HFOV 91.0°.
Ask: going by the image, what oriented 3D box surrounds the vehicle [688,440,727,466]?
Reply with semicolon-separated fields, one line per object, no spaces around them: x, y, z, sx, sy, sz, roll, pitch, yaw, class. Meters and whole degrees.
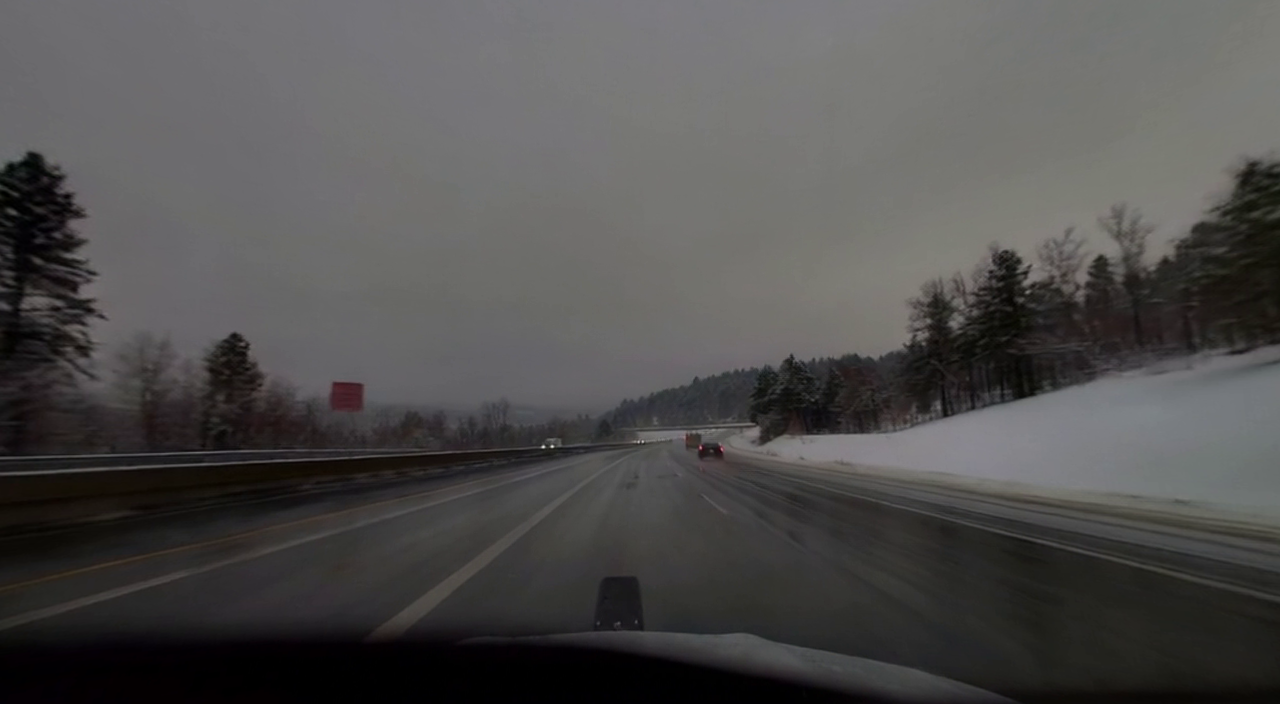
4.145;6.238;39.067;1.943;1.490;4.246;0;-8;0;vehicle
